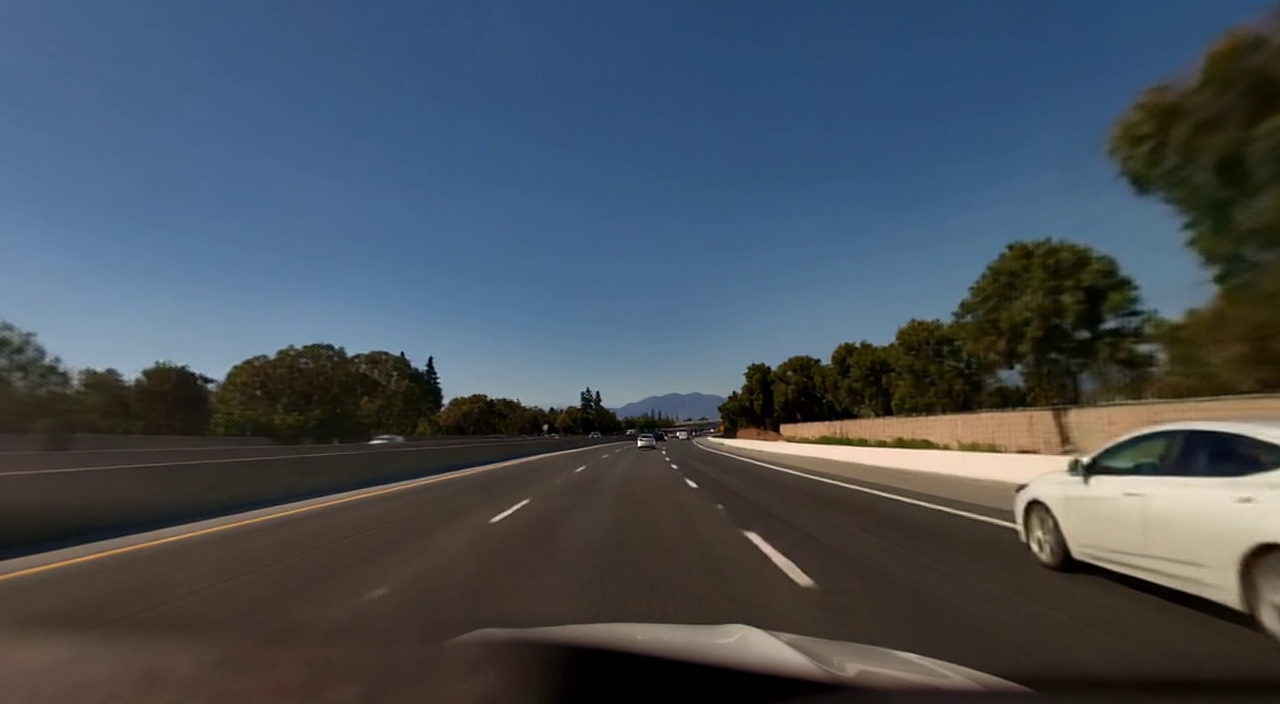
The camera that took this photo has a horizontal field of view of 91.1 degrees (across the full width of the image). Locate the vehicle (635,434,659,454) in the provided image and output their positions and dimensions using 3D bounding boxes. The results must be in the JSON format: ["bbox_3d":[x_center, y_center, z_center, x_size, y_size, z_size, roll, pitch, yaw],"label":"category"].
[{"bbox_3d":[0.504,7.057,48.460,1.771,1.480,3.781,0,-8,0],"label":"vehicle"}]

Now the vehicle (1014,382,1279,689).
[{"bbox_3d":[4.170,0.973,3.514,1.834,1.548,3.651,0,-8,-1],"label":"vehicle"}]
